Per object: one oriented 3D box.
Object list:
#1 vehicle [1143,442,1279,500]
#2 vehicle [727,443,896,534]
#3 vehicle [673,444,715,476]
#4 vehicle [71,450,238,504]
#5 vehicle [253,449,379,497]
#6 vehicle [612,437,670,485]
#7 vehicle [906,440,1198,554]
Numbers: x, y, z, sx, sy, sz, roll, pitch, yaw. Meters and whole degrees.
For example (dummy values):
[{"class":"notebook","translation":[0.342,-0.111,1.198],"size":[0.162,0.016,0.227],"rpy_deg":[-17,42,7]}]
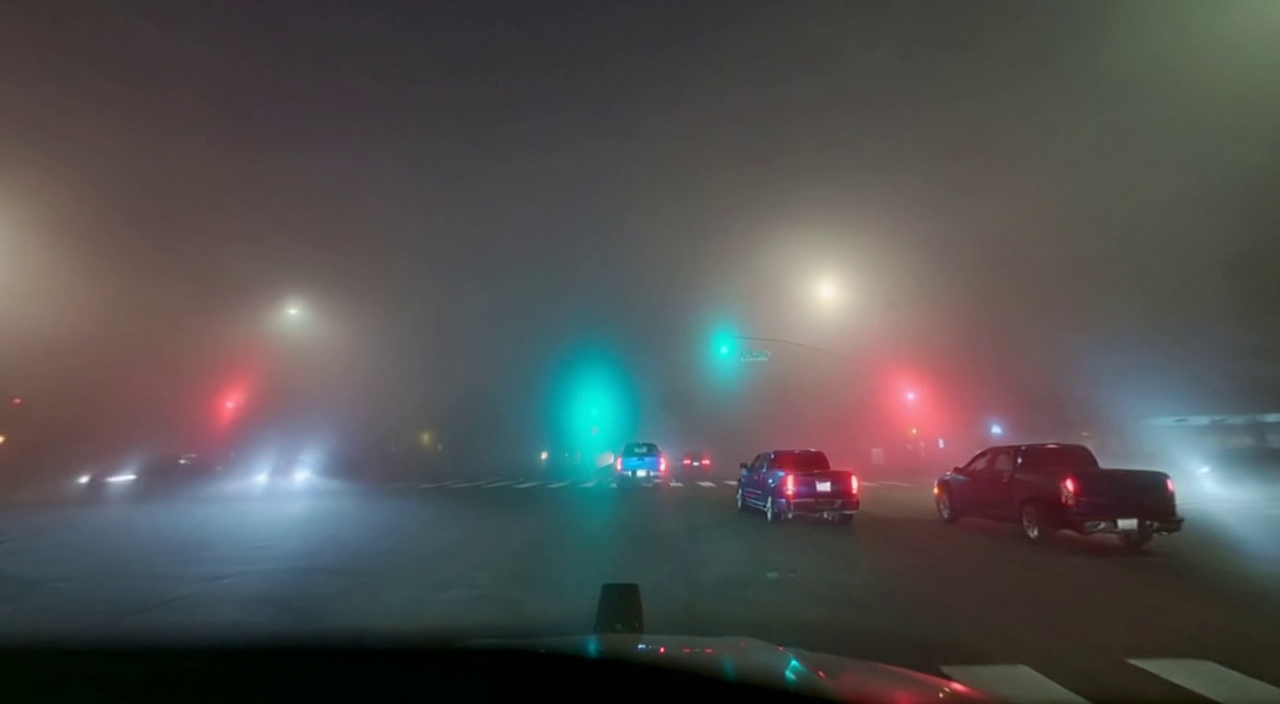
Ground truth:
[{"class":"vehicle","translation":[17.450,3.281,17.738],"size":[4.869,1.463,2.198],"rpy_deg":[0,-8,-4]},{"class":"vehicle","translation":[3.147,2.586,12.689],"size":[2.057,1.463,4.365],"rpy_deg":[0,-8,-1]},{"class":"vehicle","translation":[3.176,6.438,37.958],"size":[2.013,1.742,4.424],"rpy_deg":[0,-8,-1]},{"class":"vehicle","translation":[-15.448,3.956,20.475],"size":[1.915,1.491,4.347],"rpy_deg":[0,-8,0]},{"class":"vehicle","translation":[-11.318,4.226,22.538],"size":[1.989,1.459,4.667],"rpy_deg":[0,-8,1]},{"class":"vehicle","translation":[0.043,4.756,27.859],"size":[2.344,1.883,4.572],"rpy_deg":[0,-8,0]},{"class":"vehicle","translation":[6.412,2.259,10.673],"size":[1.855,1.469,4.598],"rpy_deg":[0,-8,1]}]
